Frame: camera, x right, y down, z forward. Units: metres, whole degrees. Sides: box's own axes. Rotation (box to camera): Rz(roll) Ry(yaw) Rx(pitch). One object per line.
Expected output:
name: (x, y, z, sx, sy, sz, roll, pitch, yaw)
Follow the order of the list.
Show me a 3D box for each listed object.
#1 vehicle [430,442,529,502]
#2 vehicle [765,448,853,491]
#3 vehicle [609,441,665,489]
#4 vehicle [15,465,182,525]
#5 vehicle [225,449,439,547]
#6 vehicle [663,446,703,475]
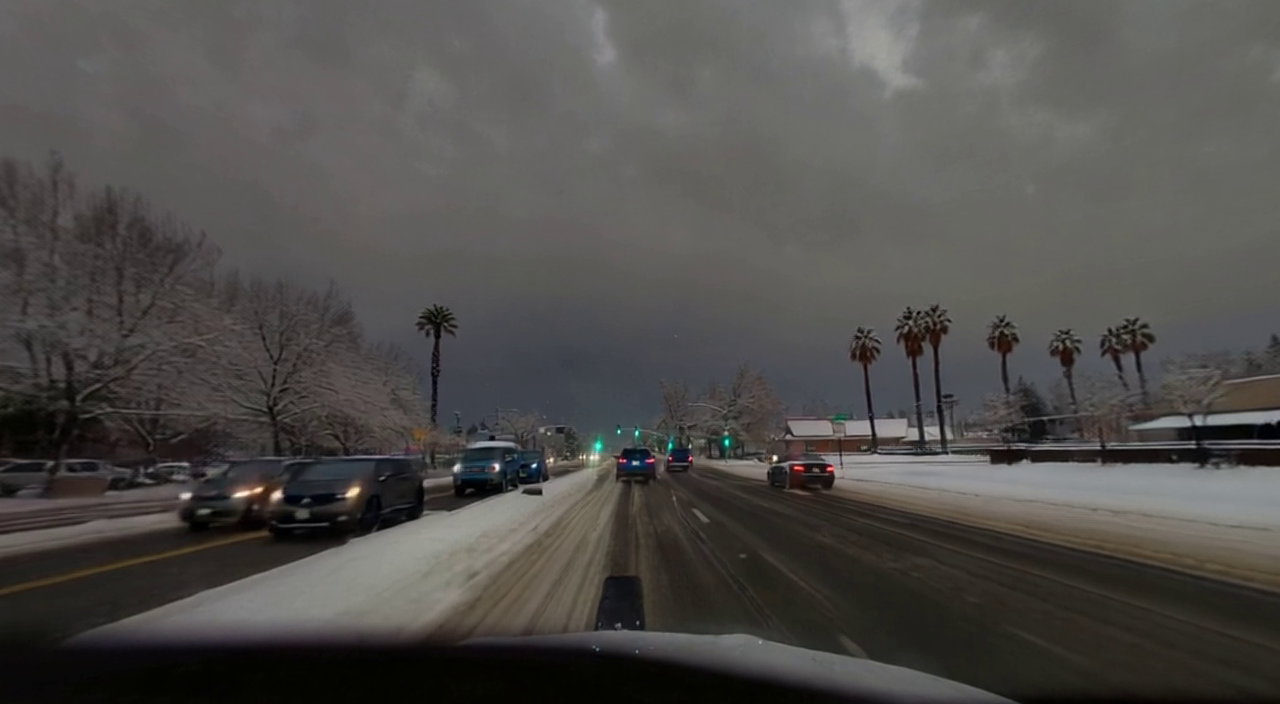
vehicle: (-5.226, 3.950, 21.275, 2.160, 1.769, 4.494, 0, -9, 0)
vehicle: (6.209, 4.357, 23.769, 1.944, 1.447, 4.309, 0, -9, -2)
vehicle: (-0.164, 4.625, 26.181, 2.151, 1.787, 4.109, 0, -9, -1)
vehicle: (-15.504, 4.063, 18.365, 1.712, 1.454, 3.535, 0, -9, -1)
vehicle: (-5.643, 2.671, 12.351, 2.017, 1.463, 4.384, -2, -9, 0)
vehicle: (2.681, 6.913, 40.386, 2.112, 1.710, 4.234, 0, -9, -1)
